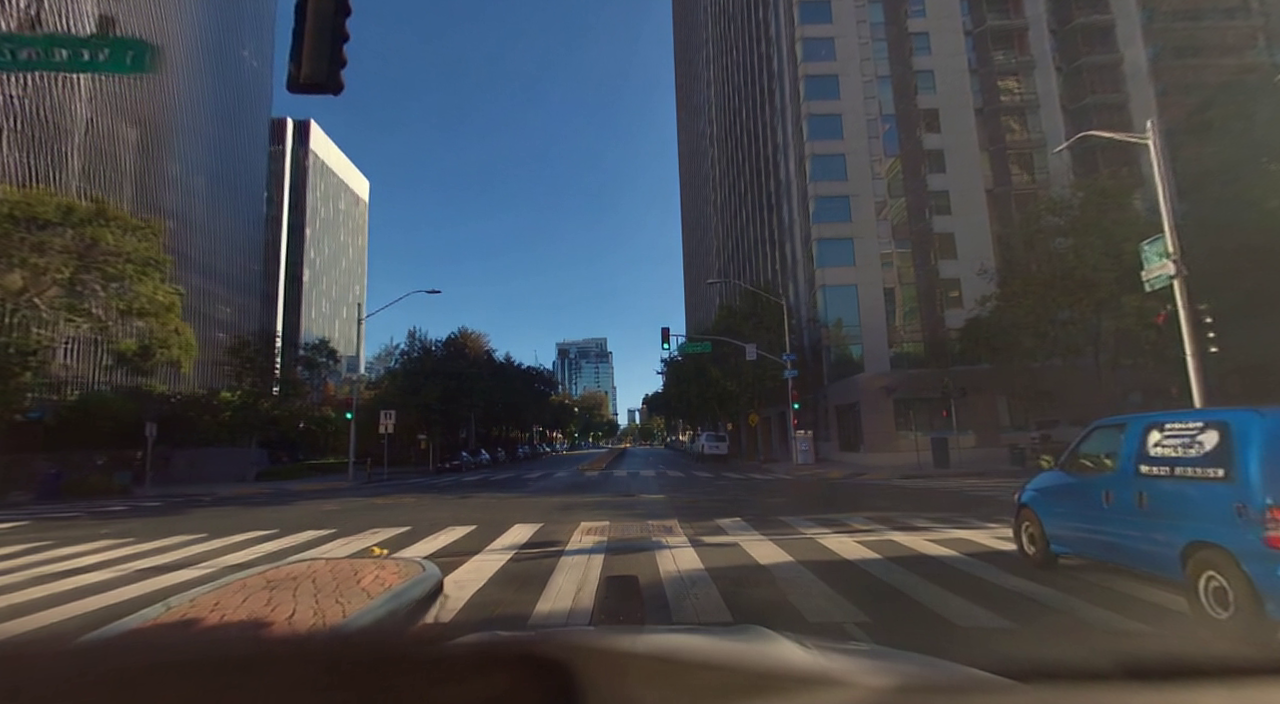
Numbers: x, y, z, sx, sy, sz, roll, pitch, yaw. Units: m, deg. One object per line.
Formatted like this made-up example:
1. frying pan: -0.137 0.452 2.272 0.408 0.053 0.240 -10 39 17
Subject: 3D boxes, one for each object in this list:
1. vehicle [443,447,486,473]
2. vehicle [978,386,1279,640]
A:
1. vehicle: -12.438 7.653 45.086 1.935 1.639 4.244 -3 -8 -2
2. vehicle: 5.589 1.347 5.827 2.070 1.804 4.881 0 -8 -2
